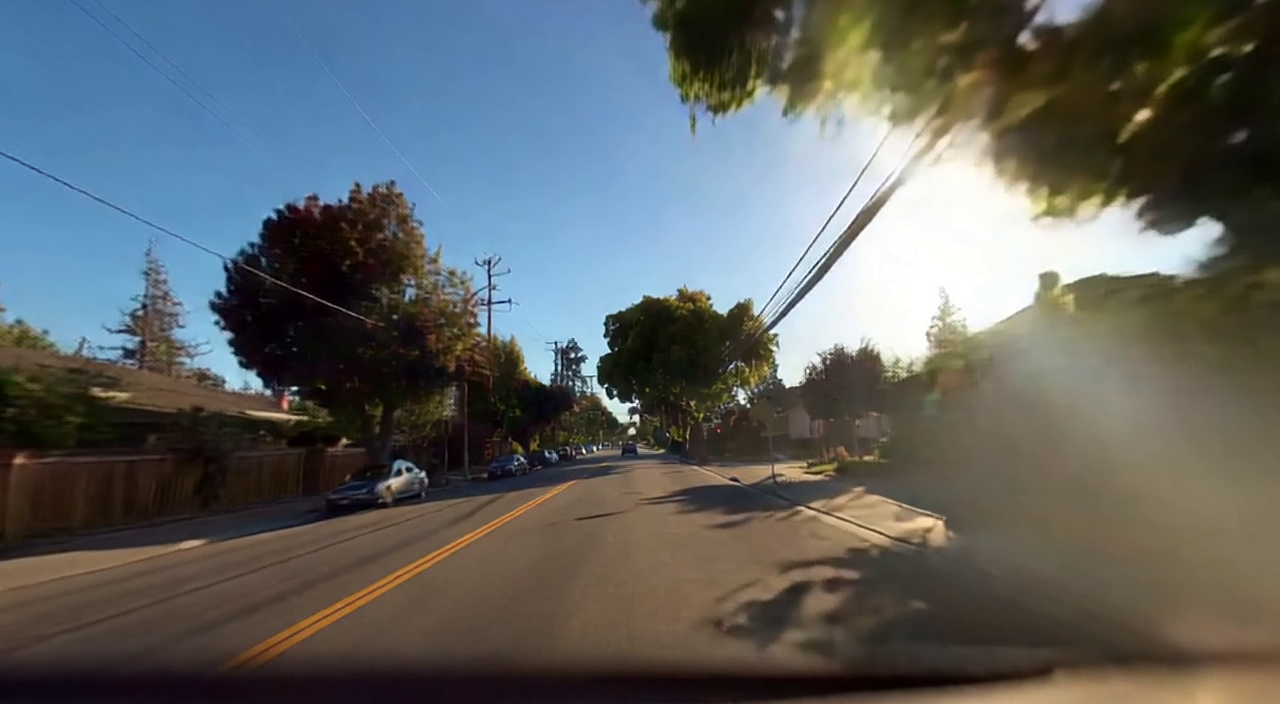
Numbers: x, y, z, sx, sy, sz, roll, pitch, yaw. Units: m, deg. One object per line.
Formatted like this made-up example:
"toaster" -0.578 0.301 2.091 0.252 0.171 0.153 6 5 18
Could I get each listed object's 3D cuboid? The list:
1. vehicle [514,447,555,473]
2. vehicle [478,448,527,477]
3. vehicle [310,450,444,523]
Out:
"vehicle" -7.612 7.804 46.098 1.839 1.494 4.757 -9 -9 2
"vehicle" -7.757 6.271 35.997 1.949 1.512 3.818 0 -8 0
"vehicle" -7.236 3.691 17.905 1.869 1.442 4.344 -9 -8 -1
